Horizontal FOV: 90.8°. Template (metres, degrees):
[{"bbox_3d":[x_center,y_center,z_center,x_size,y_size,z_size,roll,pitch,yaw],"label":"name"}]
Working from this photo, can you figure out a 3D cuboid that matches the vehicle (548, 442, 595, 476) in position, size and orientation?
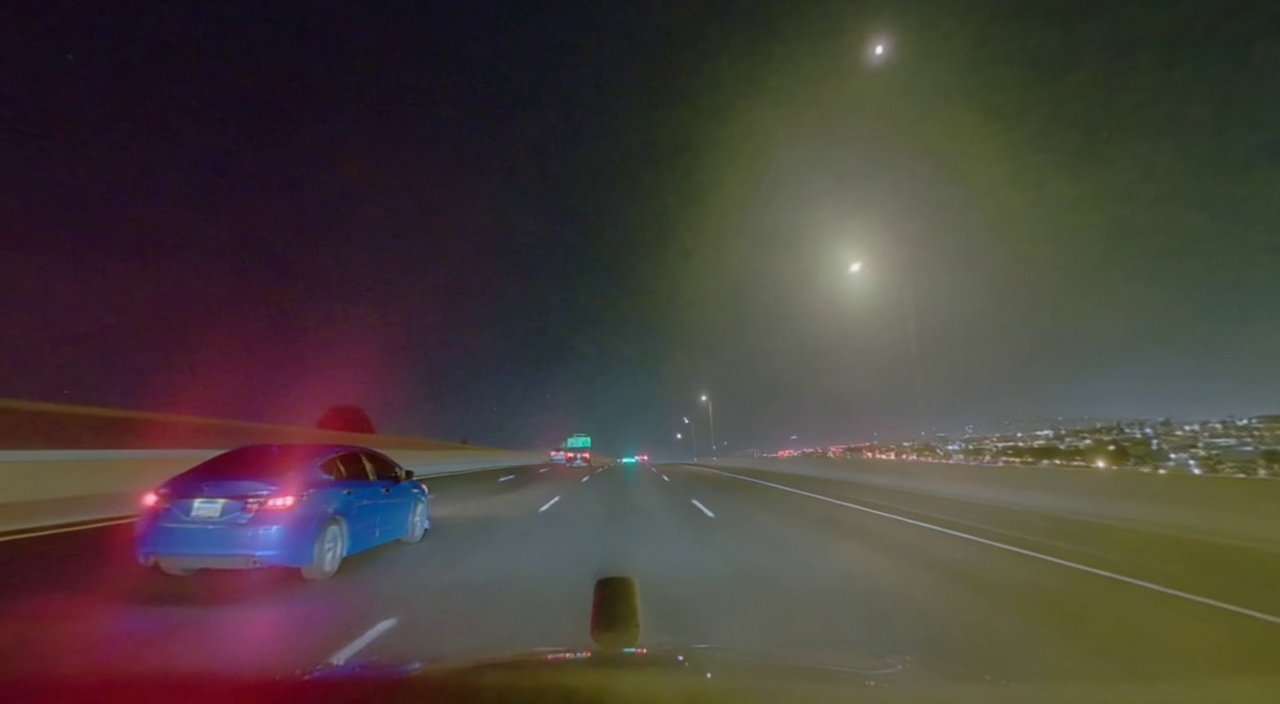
[{"bbox_3d":[-3.635,5.754,34.337,2.075,1.702,4.257,0,-9,0],"label":"vehicle"}]

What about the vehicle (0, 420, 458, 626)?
[{"bbox_3d":[-3.724,1.582,6.890,2.114,1.480,4.473,0,-9,0],"label":"vehicle"}]
